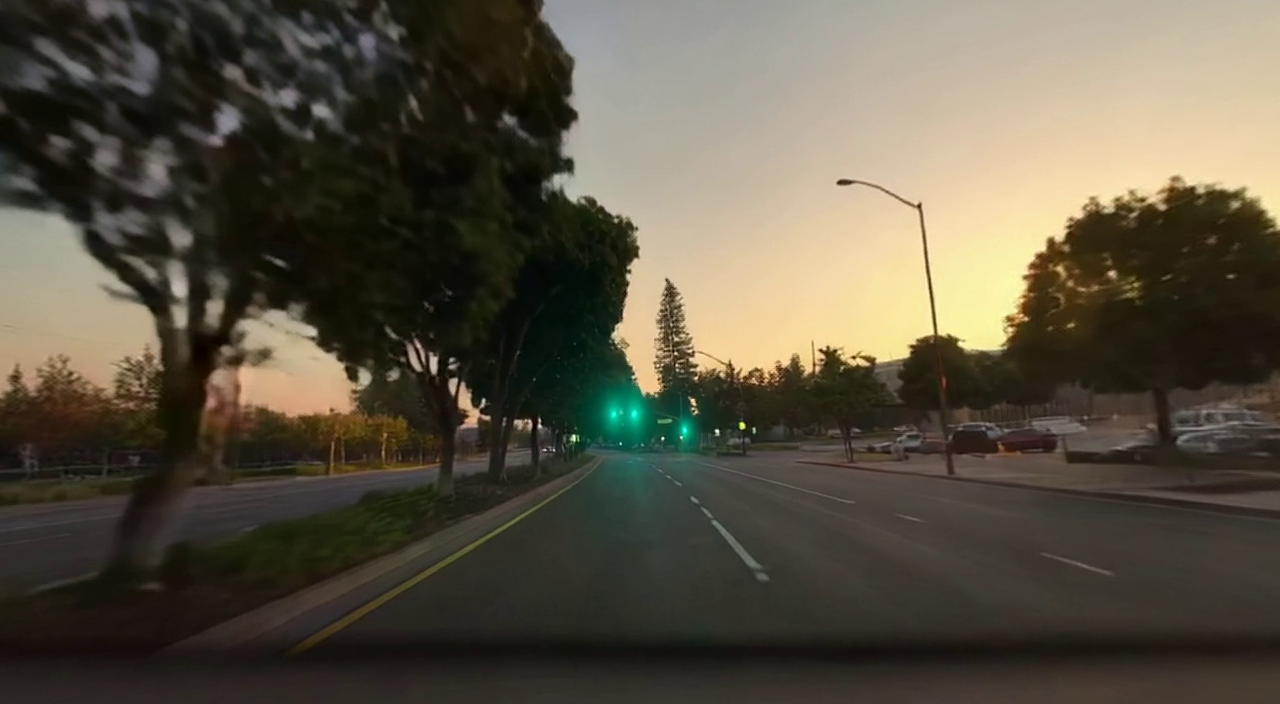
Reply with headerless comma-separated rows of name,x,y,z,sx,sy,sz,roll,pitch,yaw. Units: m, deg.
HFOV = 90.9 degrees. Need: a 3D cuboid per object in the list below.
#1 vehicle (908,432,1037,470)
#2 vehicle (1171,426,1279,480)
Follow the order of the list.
vehicle,15.785,4.703,30.118,4.982,1.441,1.951,-3,-8,-2
vehicle,18.496,2.925,18.346,4.244,1.448,1.960,0,-8,1
